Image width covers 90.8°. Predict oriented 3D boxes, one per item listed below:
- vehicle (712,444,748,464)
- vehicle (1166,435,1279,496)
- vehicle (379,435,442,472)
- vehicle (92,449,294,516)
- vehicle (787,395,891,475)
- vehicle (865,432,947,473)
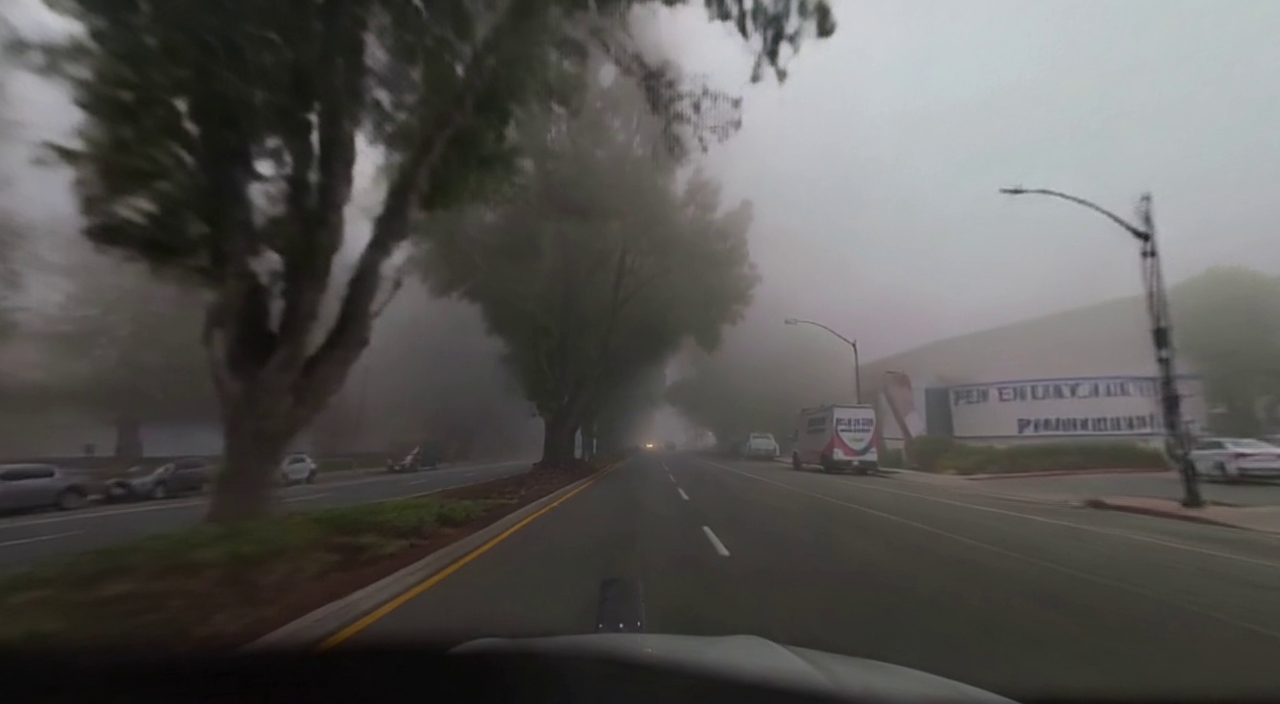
[{"bbox_3d":[6.588,7.495,46.546,1.972,1.417,4.239,0,-9,0],"label":"vehicle"},{"bbox_3d":[19.714,3.451,19.409,1.979,1.787,5.366,1,-8,-8],"label":"vehicle"},{"bbox_3d":[-17.009,7.550,47.231,2.253,2.554,6.021,-1,-8,1],"label":"vehicle"},{"bbox_3d":[-11.130,3.248,16.224,1.973,1.442,4.241,-1,-9,2],"label":"vehicle"},{"bbox_3d":[10.477,4.583,34.462,2.879,3.765,8.904,0,-9,1],"label":"vehicle"},{"bbox_3d":[14.428,5.513,34.696,2.203,2.052,5.314,0,-9,0],"label":"vehicle"}]
